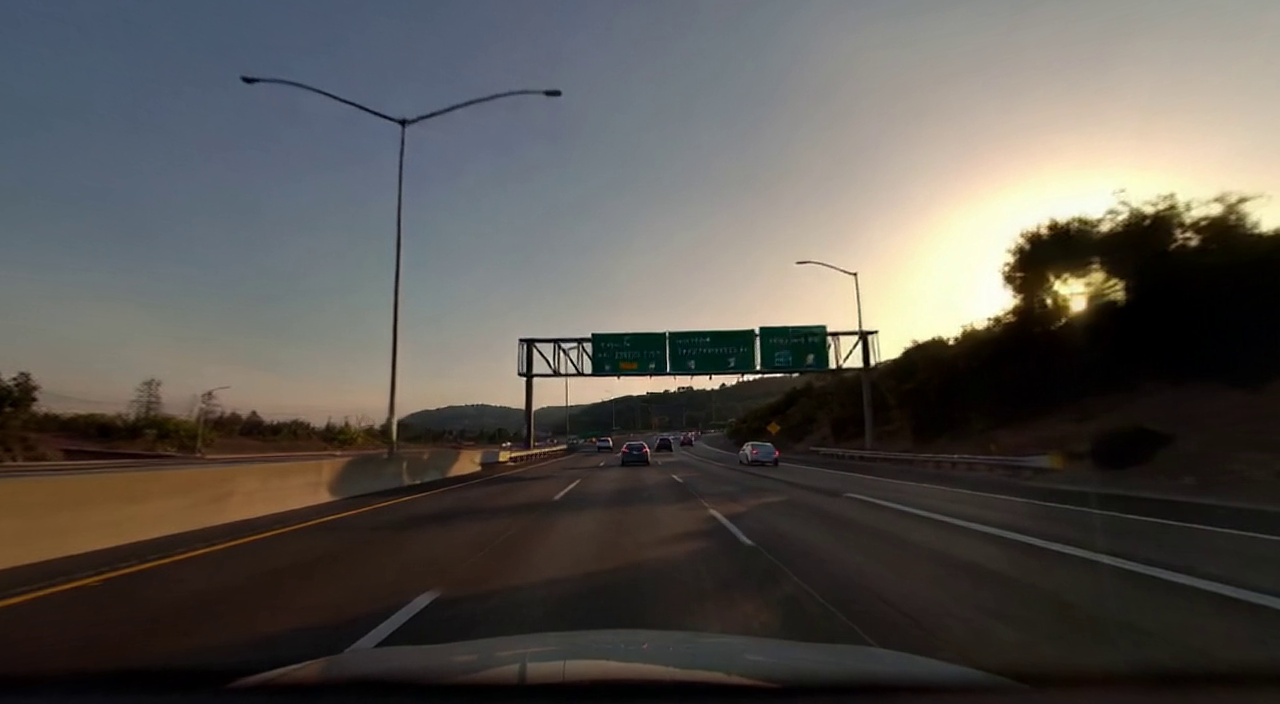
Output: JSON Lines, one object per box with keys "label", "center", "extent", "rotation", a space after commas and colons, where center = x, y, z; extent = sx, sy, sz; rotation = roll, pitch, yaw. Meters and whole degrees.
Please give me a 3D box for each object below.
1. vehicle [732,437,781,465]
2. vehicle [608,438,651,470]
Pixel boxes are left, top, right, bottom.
{"label": "vehicle", "center": [6.687, 5.752, 36.774], "extent": [1.935, 1.478, 4.433], "rotation": [0, -9, -1]}
{"label": "vehicle", "center": [-0.512, 5.024, 31.173], "extent": [1.985, 1.457, 4.227], "rotation": [0, -9, -1]}
